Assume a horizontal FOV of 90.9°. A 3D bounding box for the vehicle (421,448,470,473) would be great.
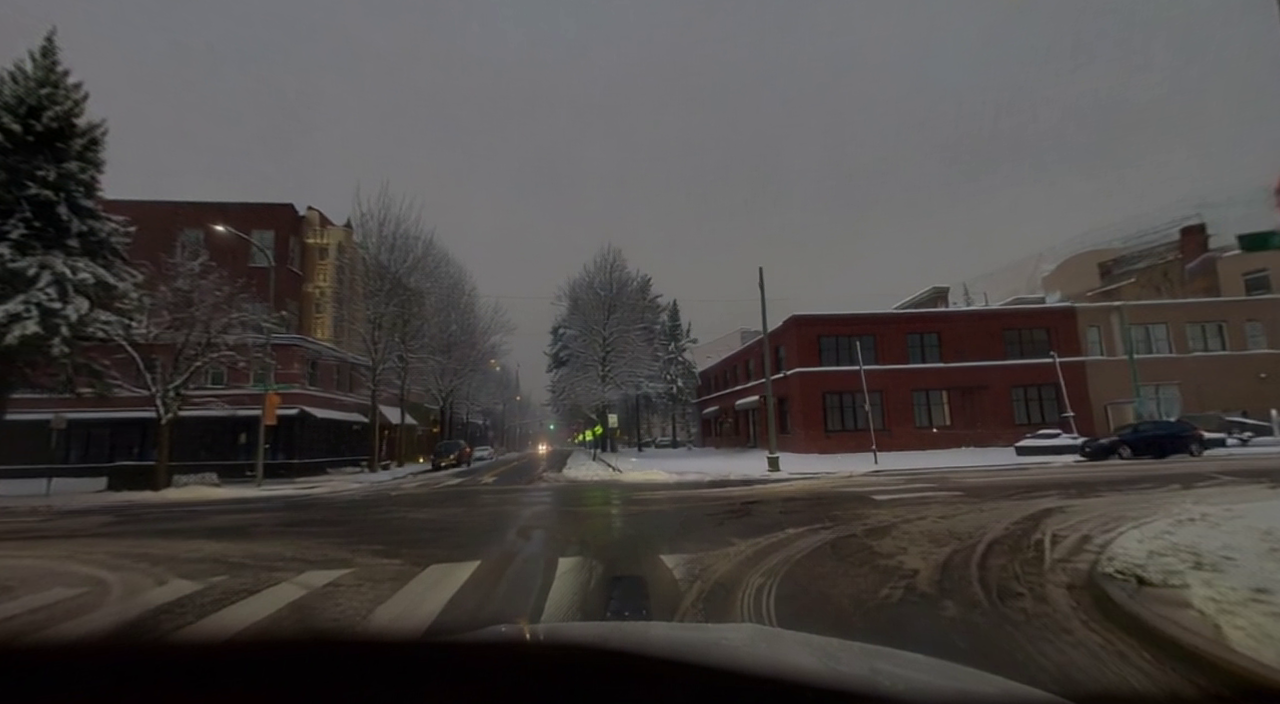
[{"bbox_3d":[-12.242,6.834,39.930,2.033,1.491,4.298,0,-8,-5],"label":"vehicle"}]
